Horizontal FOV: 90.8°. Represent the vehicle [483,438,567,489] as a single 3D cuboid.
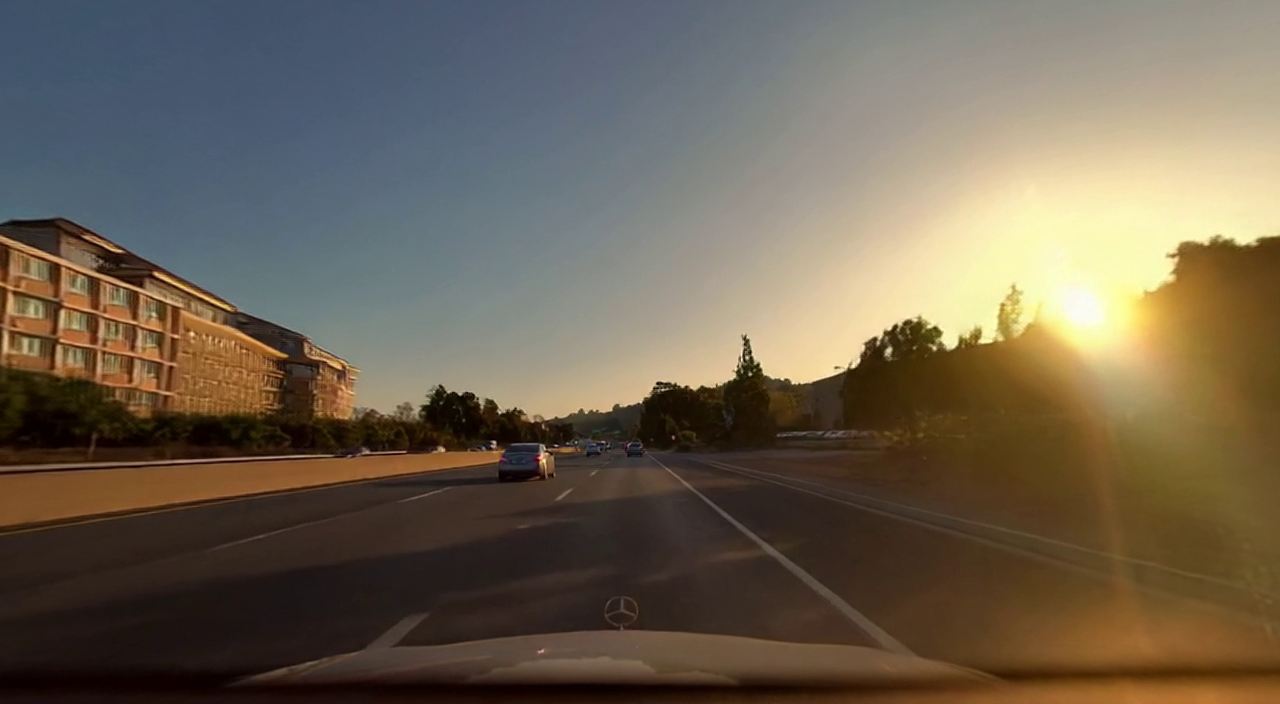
[{"bbox_3d":[-3.546,3.522,20.275,1.920,1.463,4.134,0,-9,0],"label":"vehicle"}]
